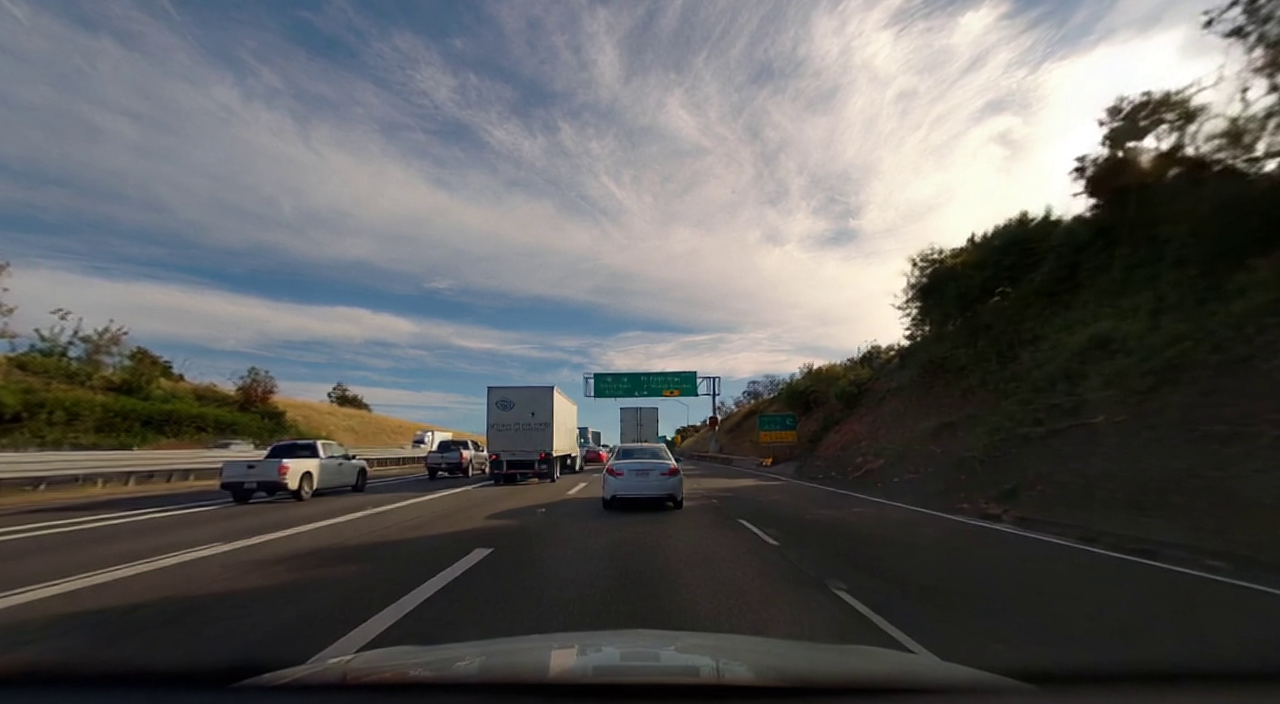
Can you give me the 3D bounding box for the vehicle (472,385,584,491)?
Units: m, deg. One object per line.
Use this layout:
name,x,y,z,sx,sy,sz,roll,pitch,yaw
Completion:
vehicle,-3.890,3.296,23.796,2.812,3.342,7.248,-1,-9,1

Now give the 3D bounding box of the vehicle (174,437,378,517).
vehicle,-8.002,2.770,14.523,1.879,1.521,4.623,-1,-9,1

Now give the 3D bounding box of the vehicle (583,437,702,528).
vehicle,0.023,2.450,12.349,1.995,1.495,3.380,0,-9,-1

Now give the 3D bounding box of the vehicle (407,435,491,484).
vehicle,-7.512,4.276,25.291,1.952,1.746,4.332,-1,-9,1
